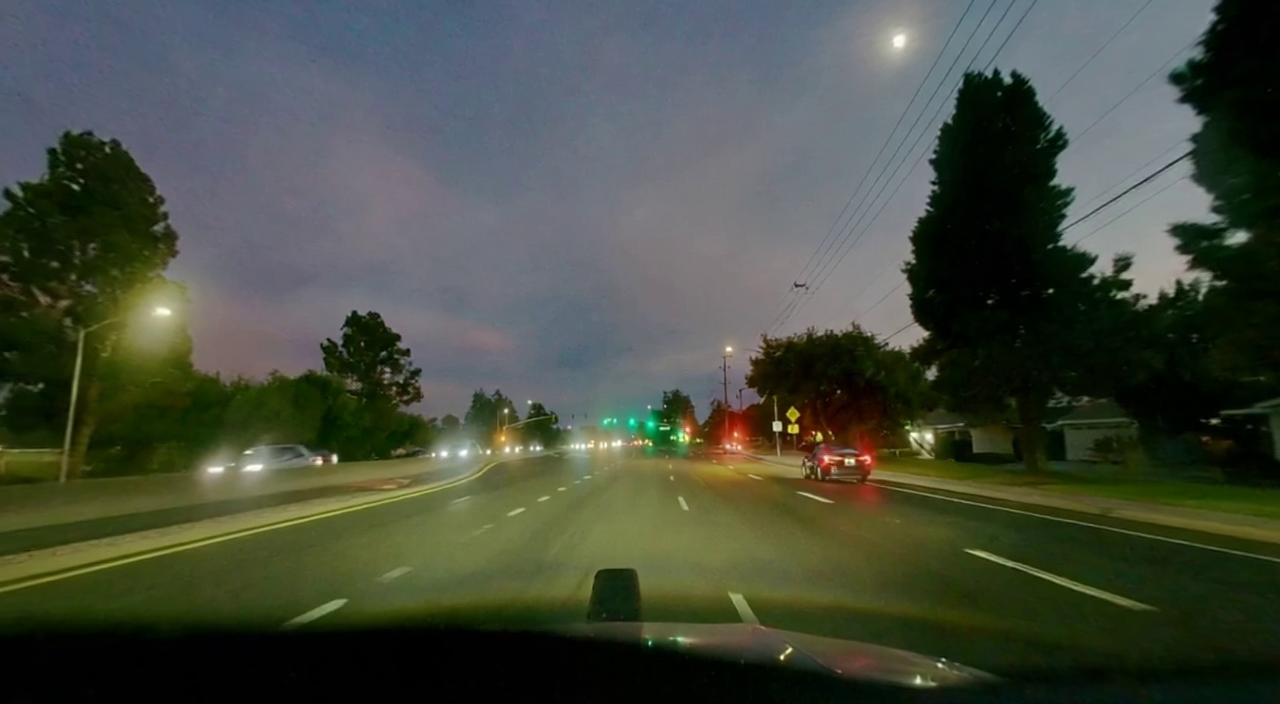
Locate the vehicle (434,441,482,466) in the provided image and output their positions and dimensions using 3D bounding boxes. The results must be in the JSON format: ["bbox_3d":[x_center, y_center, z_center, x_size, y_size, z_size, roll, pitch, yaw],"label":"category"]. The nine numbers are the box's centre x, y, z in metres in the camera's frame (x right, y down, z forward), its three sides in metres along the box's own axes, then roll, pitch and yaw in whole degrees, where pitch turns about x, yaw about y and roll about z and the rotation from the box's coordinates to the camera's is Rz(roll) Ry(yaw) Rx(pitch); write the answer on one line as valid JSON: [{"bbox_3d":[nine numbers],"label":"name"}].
[{"bbox_3d":[-12.521,7.002,43.693,1.992,1.651,4.486,0,-8,-1],"label":"vehicle"}]

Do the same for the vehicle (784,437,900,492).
[{"bbox_3d":[6.172,3.489,20.014,2.113,1.520,4.650,0,-8,0],"label":"vehicle"}]

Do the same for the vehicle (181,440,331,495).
[{"bbox_3d":[-11.856,3.569,19.966,1.940,1.517,4.626,0,-8,-1],"label":"vehicle"}]
